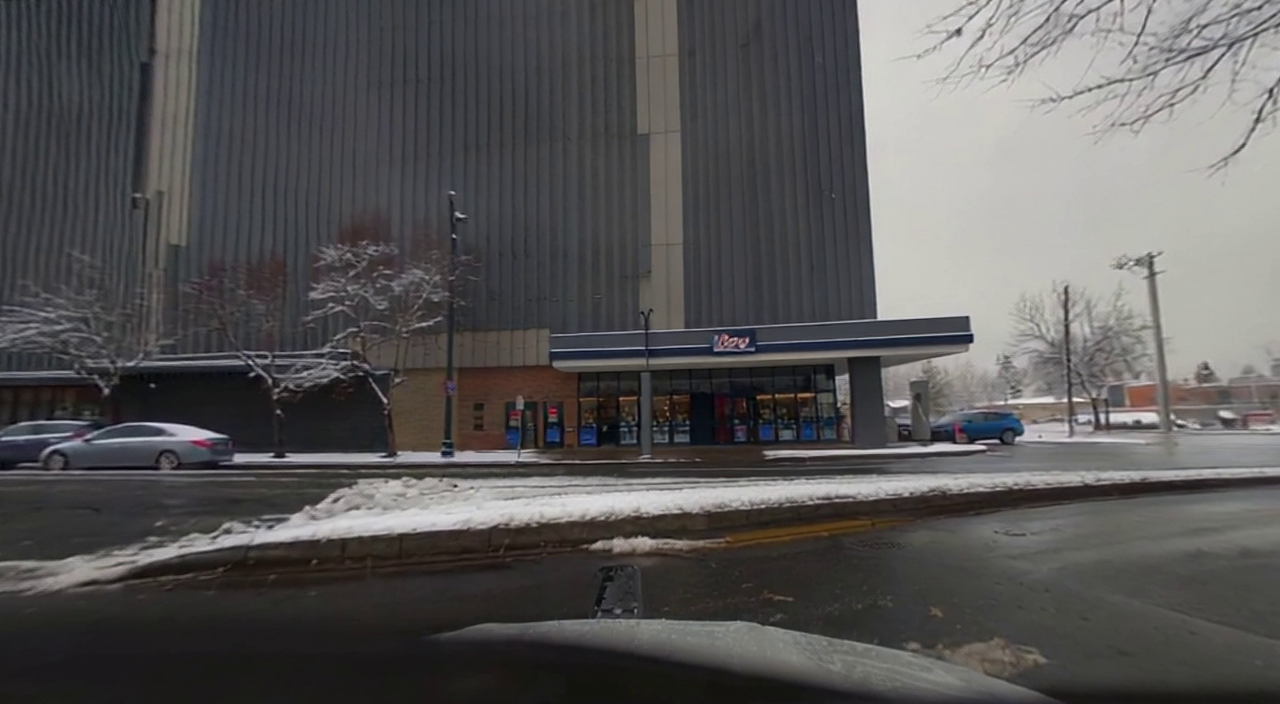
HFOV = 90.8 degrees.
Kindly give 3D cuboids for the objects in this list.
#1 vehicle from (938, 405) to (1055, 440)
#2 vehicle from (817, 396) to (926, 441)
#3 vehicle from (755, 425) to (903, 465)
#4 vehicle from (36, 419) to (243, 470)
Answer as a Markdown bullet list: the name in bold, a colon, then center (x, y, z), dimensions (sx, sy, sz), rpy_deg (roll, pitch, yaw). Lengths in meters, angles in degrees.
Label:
- **vehicle**: center (25.117, 4.981, 44.663), dimensions (7.026, 2.329, 2.545), rpy_deg (2, -6, -8)
- **vehicle**: center (13.529, 3.927, 37.110), dimensions (5.524, 2.504, 2.196), rpy_deg (1, -7, -7)
- **vehicle**: center (6.776, 3.362, 22.874), dimensions (4.782, 1.371, 1.763), rpy_deg (1, -8, -9)
- **vehicle**: center (-15.609, 2.916, 19.914), dimensions (4.857, 1.497, 1.811), rpy_deg (1, -8, -3)
